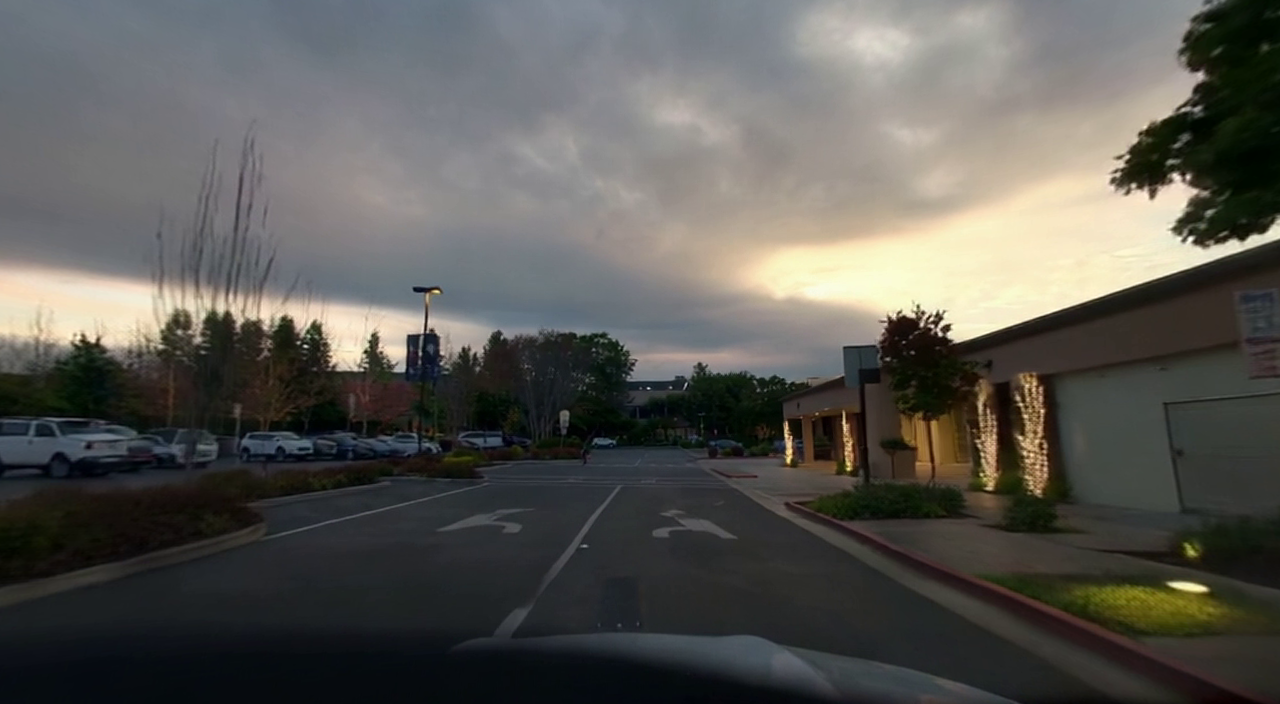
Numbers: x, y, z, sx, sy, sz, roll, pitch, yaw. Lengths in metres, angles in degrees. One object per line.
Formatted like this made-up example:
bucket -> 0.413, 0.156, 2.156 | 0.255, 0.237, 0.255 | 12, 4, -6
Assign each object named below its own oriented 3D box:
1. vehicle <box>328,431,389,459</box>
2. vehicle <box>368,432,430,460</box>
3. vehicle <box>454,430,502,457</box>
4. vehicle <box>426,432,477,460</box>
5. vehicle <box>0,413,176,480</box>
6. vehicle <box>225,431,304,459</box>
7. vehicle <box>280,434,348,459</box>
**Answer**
vehicle -> -17.468, 5.805, 39.387 | 1.902, 1.645, 3.903 | 0, -9, 1
vehicle -> -14.832, 5.819, 39.091 | 1.928, 1.613, 4.197 | -1, -8, 4
vehicle -> -11.546, 6.591, 45.452 | 2.058, 1.832, 5.009 | 0, -8, 1
vehicle -> -11.724, 5.895, 39.631 | 1.892, 1.597, 4.259 | 0, -8, 0
vehicle -> -18.113, 3.106, 20.865 | 1.972, 1.923, 4.535 | -1, -8, 2
vehicle -> -23.147, 5.757, 39.121 | 1.773, 1.498, 4.085 | 2, -8, 13
vehicle -> -20.130, 5.870, 39.206 | 1.909, 1.474, 3.908 | -1, -8, 4
